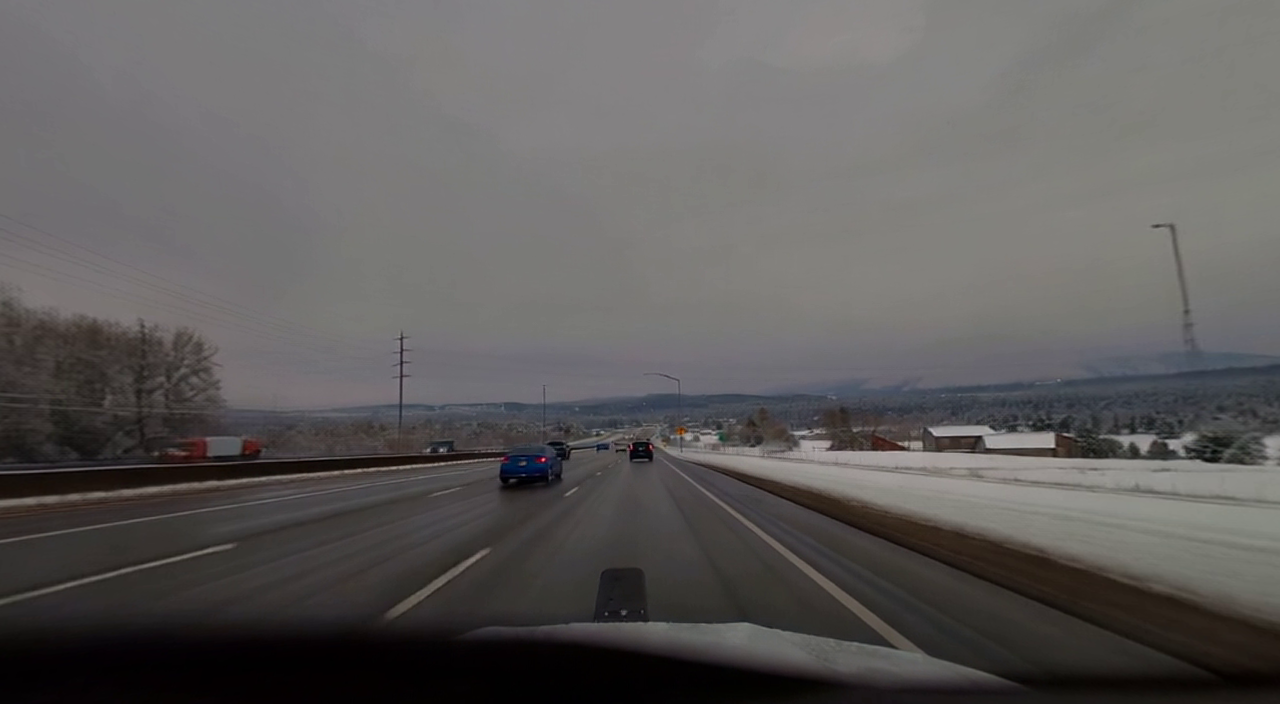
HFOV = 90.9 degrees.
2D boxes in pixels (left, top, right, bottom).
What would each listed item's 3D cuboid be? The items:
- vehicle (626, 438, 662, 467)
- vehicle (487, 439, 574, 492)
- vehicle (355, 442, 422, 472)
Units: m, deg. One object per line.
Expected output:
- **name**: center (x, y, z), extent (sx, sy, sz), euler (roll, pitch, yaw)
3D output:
- **vehicle**: center (0.254, 6.547, 41.228), extent (2.194, 1.737, 4.127), euler (0, -8, 0)
- **vehicle**: center (-3.490, 3.717, 21.066), extent (1.967, 1.517, 4.808), euler (0, -8, 1)
- **vehicle**: center (-14.356, 6.008, 36.334), extent (2.047, 1.608, 4.257), euler (-1, -8, 1)
